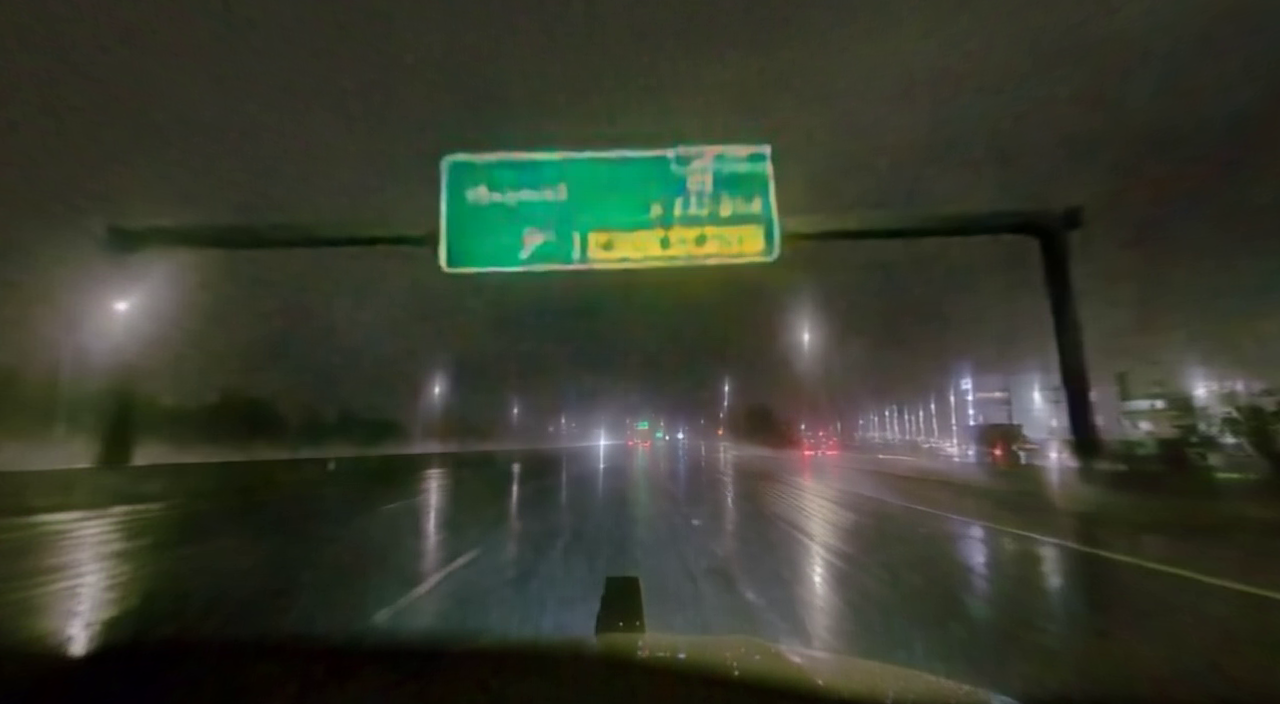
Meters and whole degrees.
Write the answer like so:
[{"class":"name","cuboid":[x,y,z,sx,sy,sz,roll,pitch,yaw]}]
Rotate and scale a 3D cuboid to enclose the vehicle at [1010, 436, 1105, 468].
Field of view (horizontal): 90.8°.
[{"class":"vehicle","cuboid":[32.325,7.766,49.301,2.715,2.214,6.889,1,-8,0]}]
